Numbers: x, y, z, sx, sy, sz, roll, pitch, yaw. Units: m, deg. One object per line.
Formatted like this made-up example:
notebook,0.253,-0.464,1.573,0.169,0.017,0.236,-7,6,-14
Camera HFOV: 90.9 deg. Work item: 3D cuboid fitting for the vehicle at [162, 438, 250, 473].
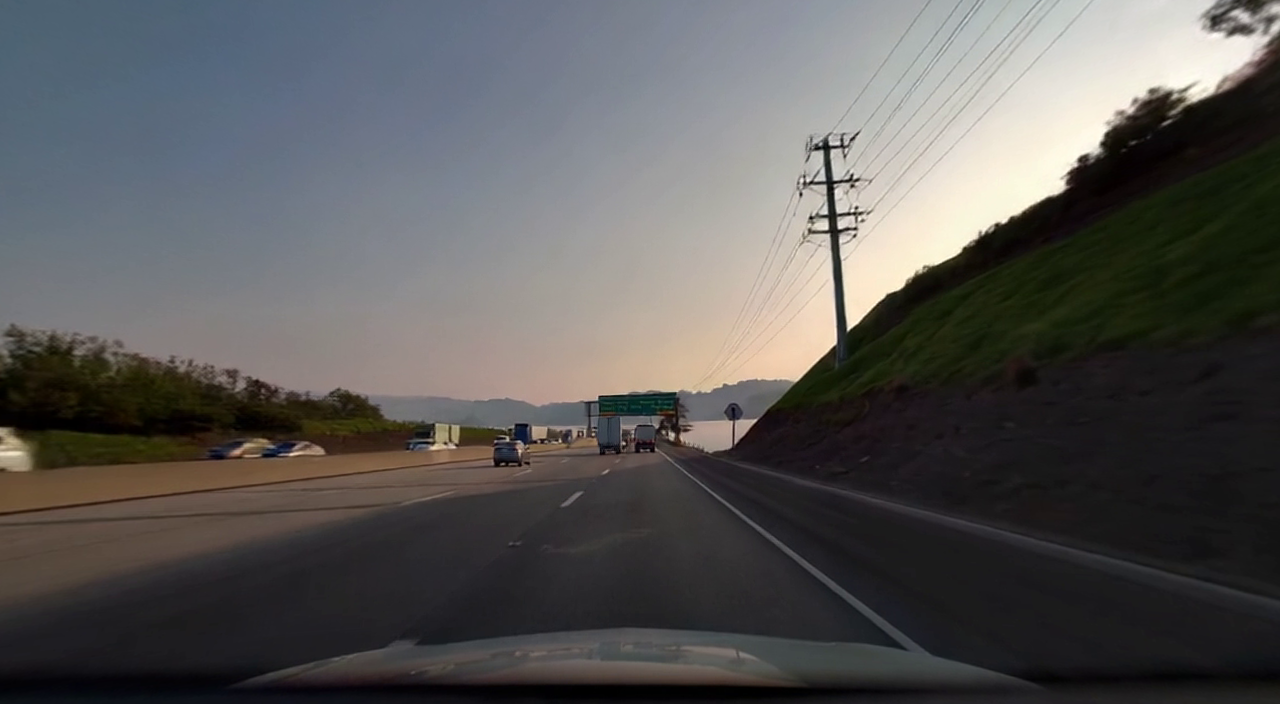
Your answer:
vehicle,-24.331,5.797,35.590,1.870,1.814,4.313,0,-8,0

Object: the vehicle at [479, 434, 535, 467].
vehicle,-7.556,5.637,36.296,2.192,1.762,4.559,0,-8,1

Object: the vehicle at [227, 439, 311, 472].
vehicle,-18.706,5.220,32.035,1.842,1.522,4.131,0,-8,-2
